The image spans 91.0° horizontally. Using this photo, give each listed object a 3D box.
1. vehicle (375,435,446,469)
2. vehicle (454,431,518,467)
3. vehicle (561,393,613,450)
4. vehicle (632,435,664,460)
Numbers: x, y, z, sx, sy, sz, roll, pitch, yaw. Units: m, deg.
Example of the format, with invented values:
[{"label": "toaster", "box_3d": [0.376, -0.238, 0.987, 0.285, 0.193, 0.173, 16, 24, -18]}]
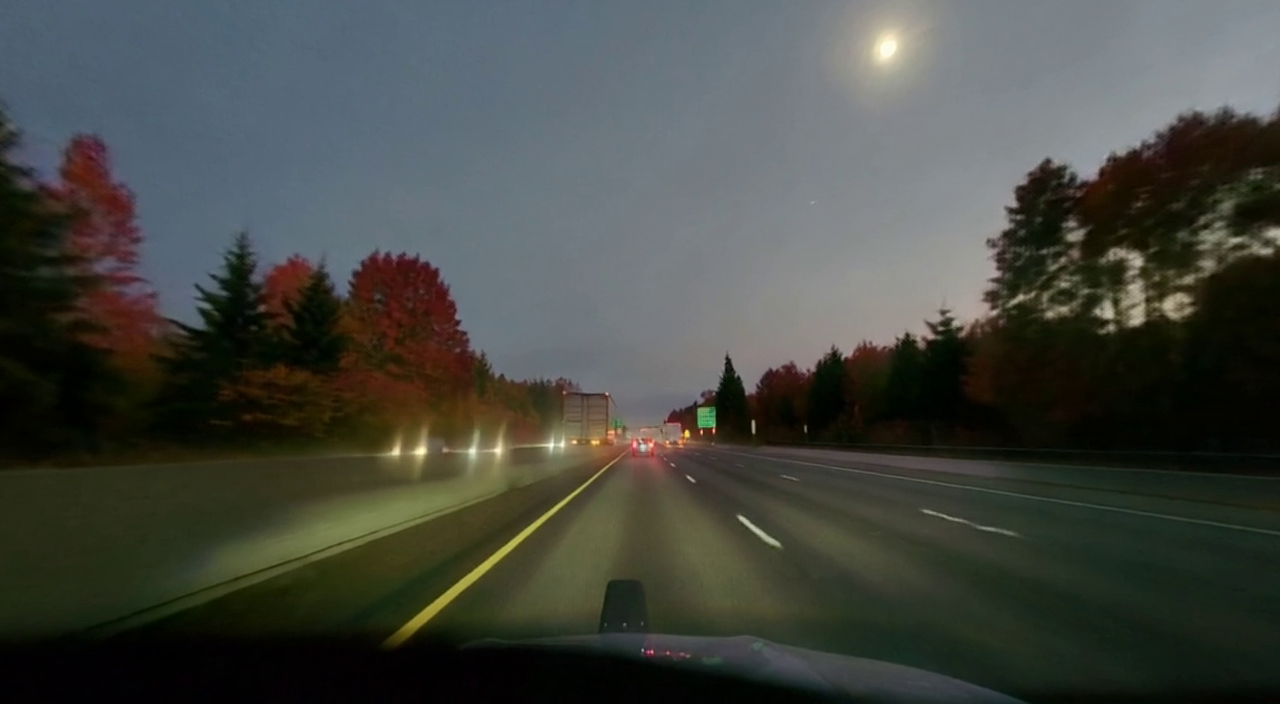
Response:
[{"label": "vehicle", "box_3d": [-11.410, 4.986, 31.617, 1.857, 1.561, 4.388, 0, -8, 0]}, {"label": "vehicle", "box_3d": [-7.708, 4.887, 31.870, 1.975, 1.637, 4.631, 0, -8, 1]}, {"label": "vehicle", "box_3d": [-3.893, 5.598, 49.196, 3.120, 3.936, 11.480, 0, -8, 0]}, {"label": "vehicle", "box_3d": [0.498, 6.067, 40.098, 1.924, 1.498, 3.817, 0, -8, 0]}]
